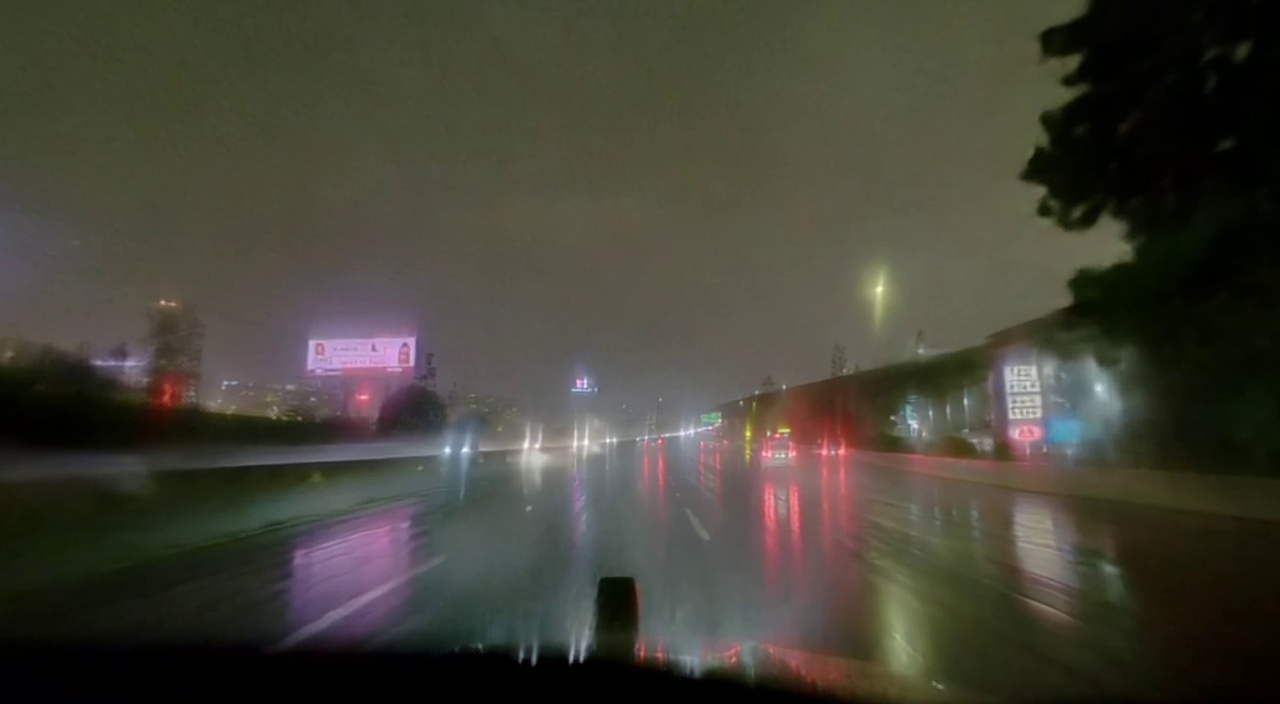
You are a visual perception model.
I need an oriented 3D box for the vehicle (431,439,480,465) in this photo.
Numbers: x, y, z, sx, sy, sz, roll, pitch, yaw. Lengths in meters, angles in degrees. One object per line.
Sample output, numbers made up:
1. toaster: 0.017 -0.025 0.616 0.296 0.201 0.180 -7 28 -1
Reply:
1. vehicle: -11.881 6.443 40.936 1.824 1.596 3.948 0 -8 3
